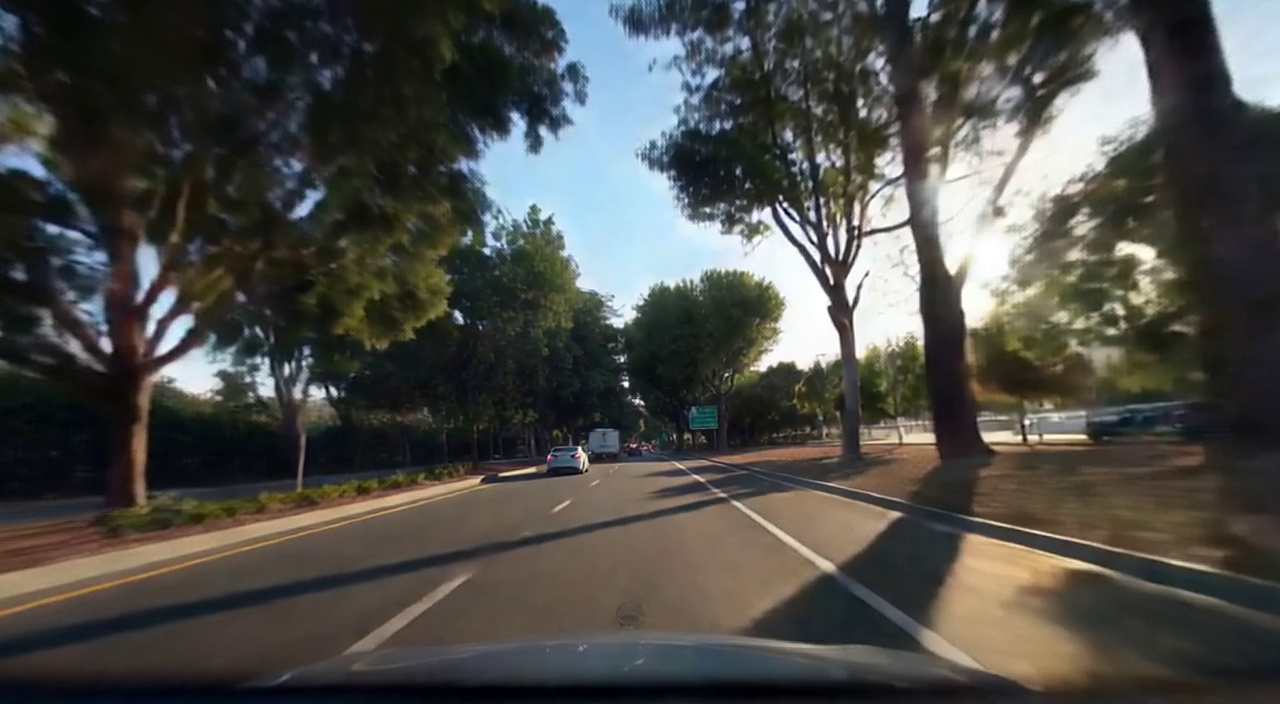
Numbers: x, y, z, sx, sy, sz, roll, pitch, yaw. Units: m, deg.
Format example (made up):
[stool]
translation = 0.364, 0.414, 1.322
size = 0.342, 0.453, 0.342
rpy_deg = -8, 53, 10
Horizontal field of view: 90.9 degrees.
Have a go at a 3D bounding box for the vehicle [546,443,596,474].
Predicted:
[vehicle]
translation = -3.460, 5.408, 32.224
size = 2.005, 1.462, 4.345
rpy_deg = 0, -8, 1
